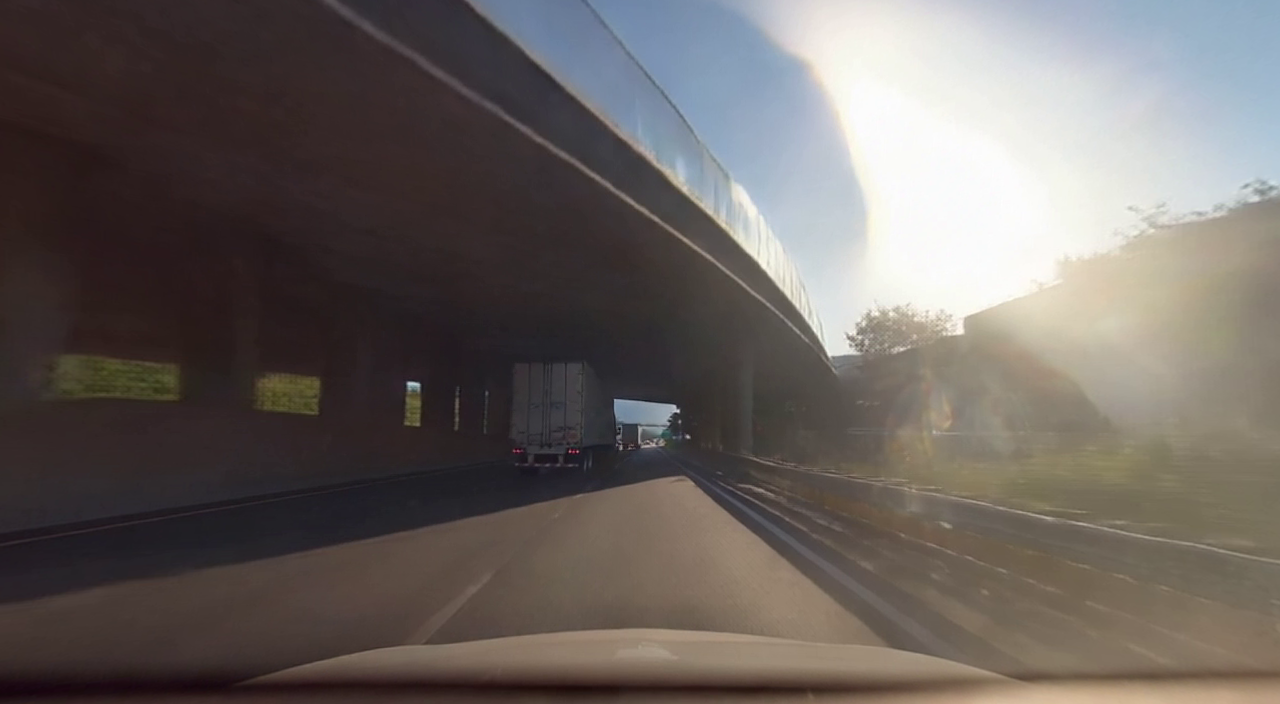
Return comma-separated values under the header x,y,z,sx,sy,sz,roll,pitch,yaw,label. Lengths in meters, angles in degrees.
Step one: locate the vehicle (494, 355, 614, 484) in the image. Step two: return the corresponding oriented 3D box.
x,y,z,sx,sy,sz,roll,pitch,yaw,label
-3.006,3.135,26.982,2.947,4.051,14.256,0,-8,1,vehicle
